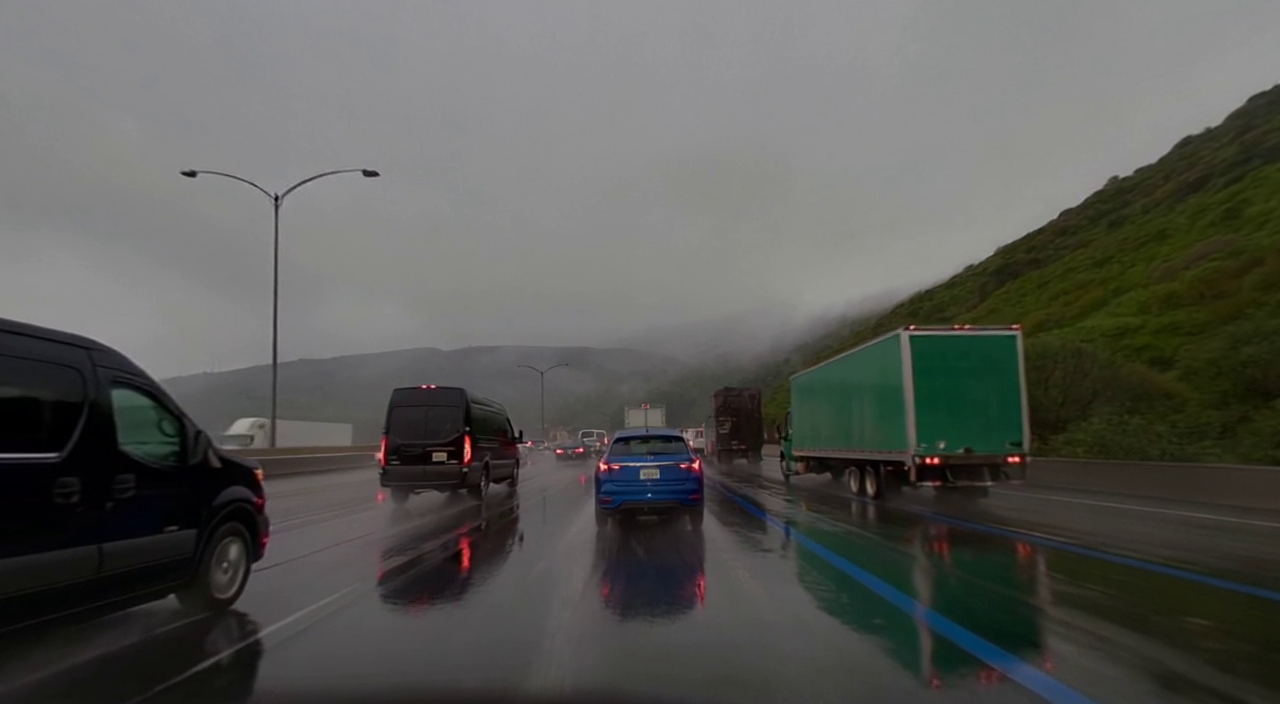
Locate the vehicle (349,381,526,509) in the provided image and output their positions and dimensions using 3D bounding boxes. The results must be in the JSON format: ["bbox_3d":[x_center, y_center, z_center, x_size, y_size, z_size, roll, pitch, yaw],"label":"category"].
[{"bbox_3d":[-4.546,2.264,15.441,2.300,2.522,5.701,-1,-8,1],"label":"vehicle"}]

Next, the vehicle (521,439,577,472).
[{"bbox_3d":[-4.295,4.965,30.470,2.007,1.457,4.447,-1,-8,1],"label":"vehicle"}]

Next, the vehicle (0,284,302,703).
[{"bbox_3d":[-4.249,0.709,3.013,2.195,2.086,5.445,0,-8,0],"label":"vehicle"}]

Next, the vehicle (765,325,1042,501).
[{"bbox_3d":[6.914,2.124,19.537,2.977,3.878,11.111,0,-8,-5],"label":"vehicle"}]

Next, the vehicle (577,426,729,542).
[{"bbox_3d":[0.132,2.040,10.374,2.003,1.499,3.930,0,-8,-1],"label":"vehicle"}]
